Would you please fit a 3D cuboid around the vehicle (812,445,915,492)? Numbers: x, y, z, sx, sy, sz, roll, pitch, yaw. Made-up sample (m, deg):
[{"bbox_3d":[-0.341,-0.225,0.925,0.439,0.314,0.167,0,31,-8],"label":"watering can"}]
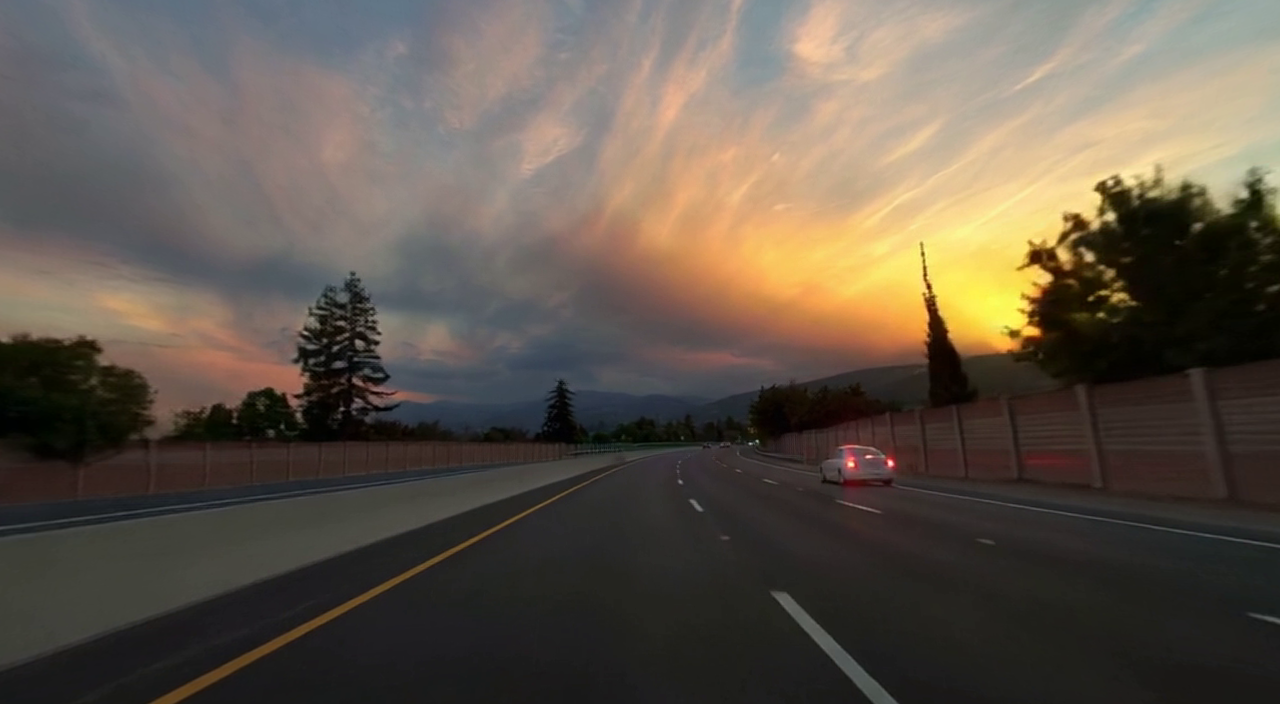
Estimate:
[{"bbox_3d":[7.804,4.090,22.461,1.983,1.486,4.545,-1,-9,0],"label":"vehicle"}]
